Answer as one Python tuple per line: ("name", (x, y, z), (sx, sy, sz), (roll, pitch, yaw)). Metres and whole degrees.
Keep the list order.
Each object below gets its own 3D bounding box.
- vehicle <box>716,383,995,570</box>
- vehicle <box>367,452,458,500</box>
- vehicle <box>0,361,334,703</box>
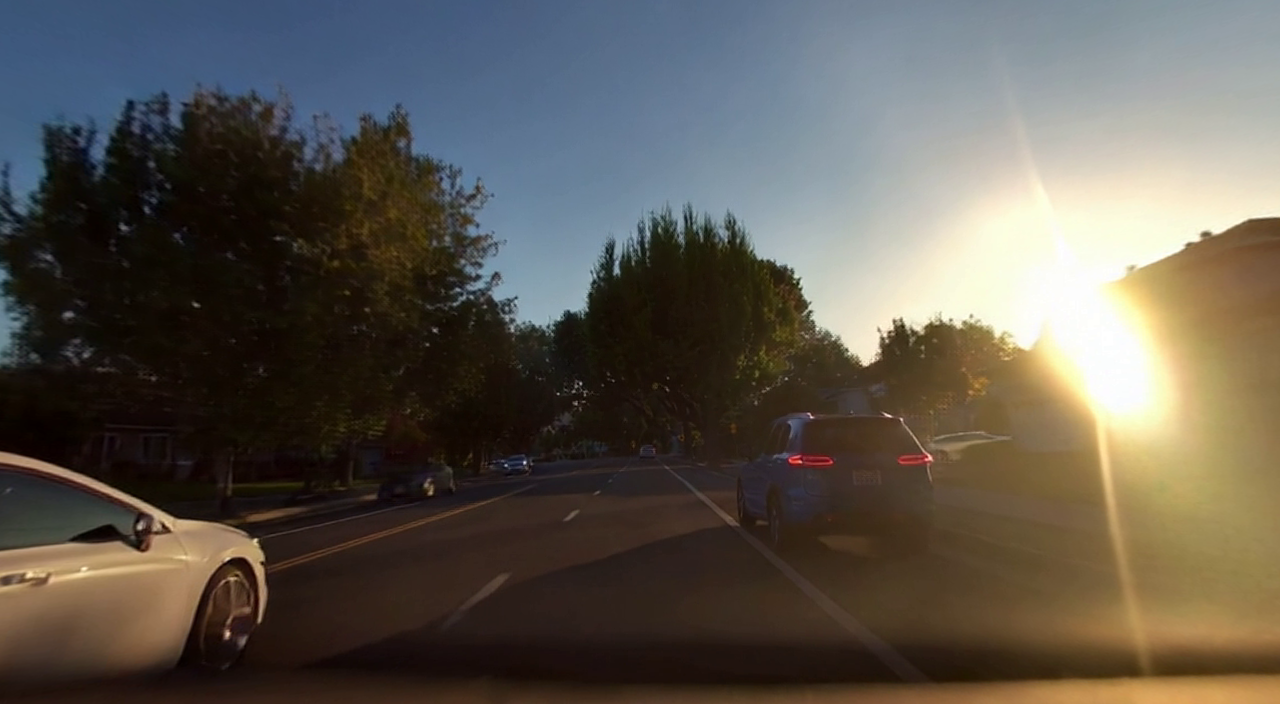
("vehicle", (2.735, 1.797, 9.885), (2.338, 2.063, 5.592), (0, -9, 0))
("vehicle", (-8.822, 4.828, 24.859), (1.970, 1.651, 4.272), (0, -9, 0))
("vehicle", (-3.211, 0.868, 2.107), (2.058, 1.659, 4.514), (0, -9, 1))
